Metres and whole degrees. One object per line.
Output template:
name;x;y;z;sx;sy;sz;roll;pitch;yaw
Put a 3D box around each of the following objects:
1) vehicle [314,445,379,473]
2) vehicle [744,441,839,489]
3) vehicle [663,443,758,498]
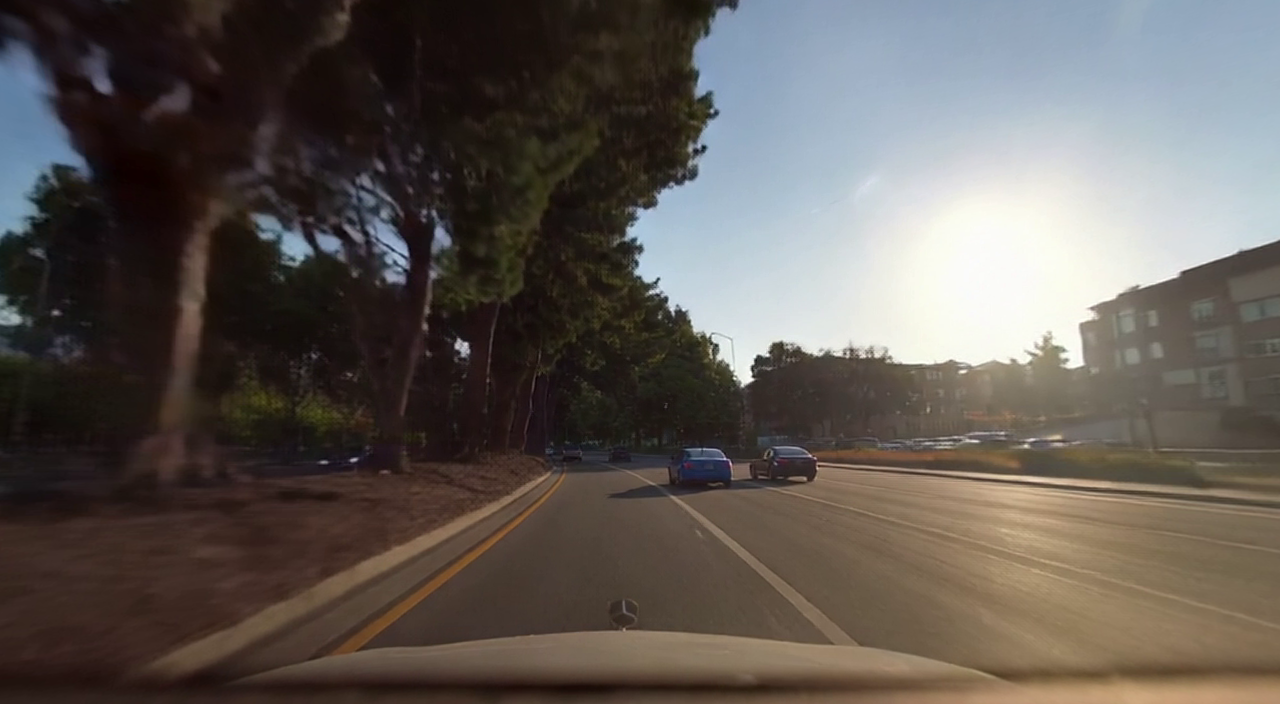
vehicle;-16.830;6.118;36.378;1.926;1.483;4.651;1;-9;-6
vehicle;5.129;3.882;21.957;1.901;1.474;4.363;1;-9;-5
vehicle;1.972;3.498;19.060;2.077;1.464;4.134;1;-8;-5
